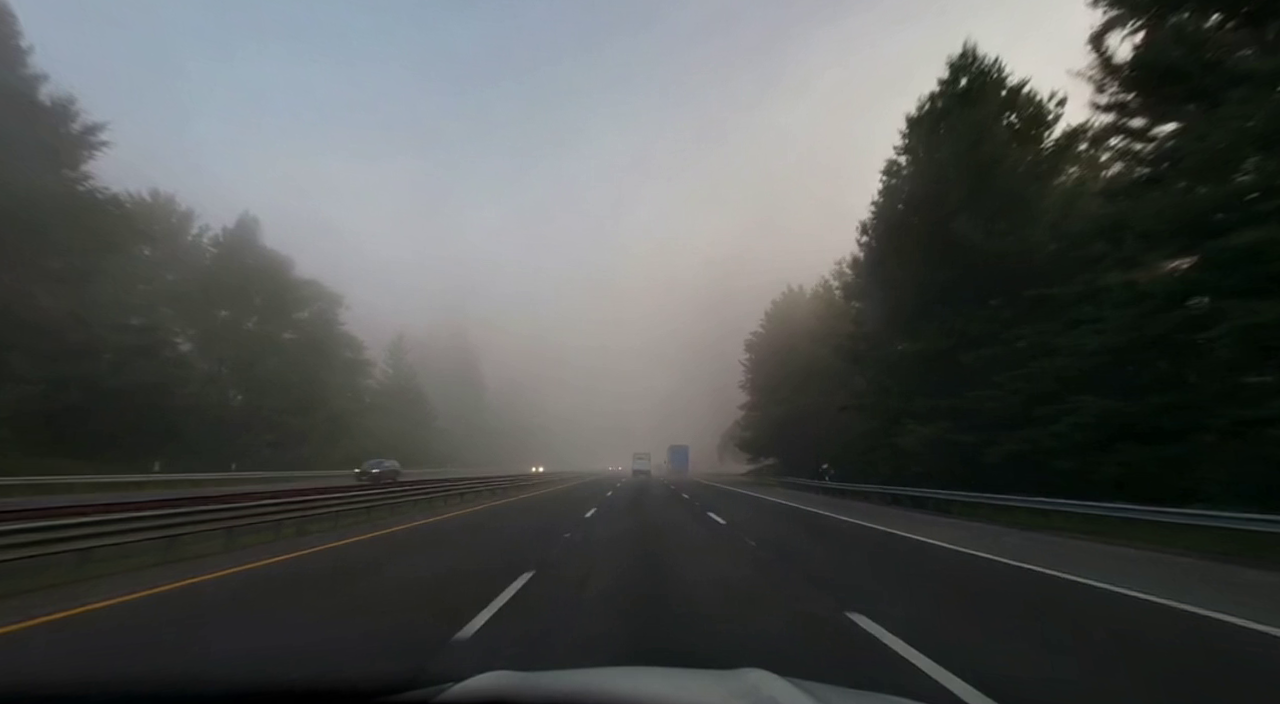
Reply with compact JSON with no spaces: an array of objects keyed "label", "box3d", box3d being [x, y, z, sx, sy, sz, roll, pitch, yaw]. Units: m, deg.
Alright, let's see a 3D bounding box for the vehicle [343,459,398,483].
[{"label":"vehicle","box3d":[-18.552,8.226,43.456,1.785,1.513,4.361,1,-10,1]}]
